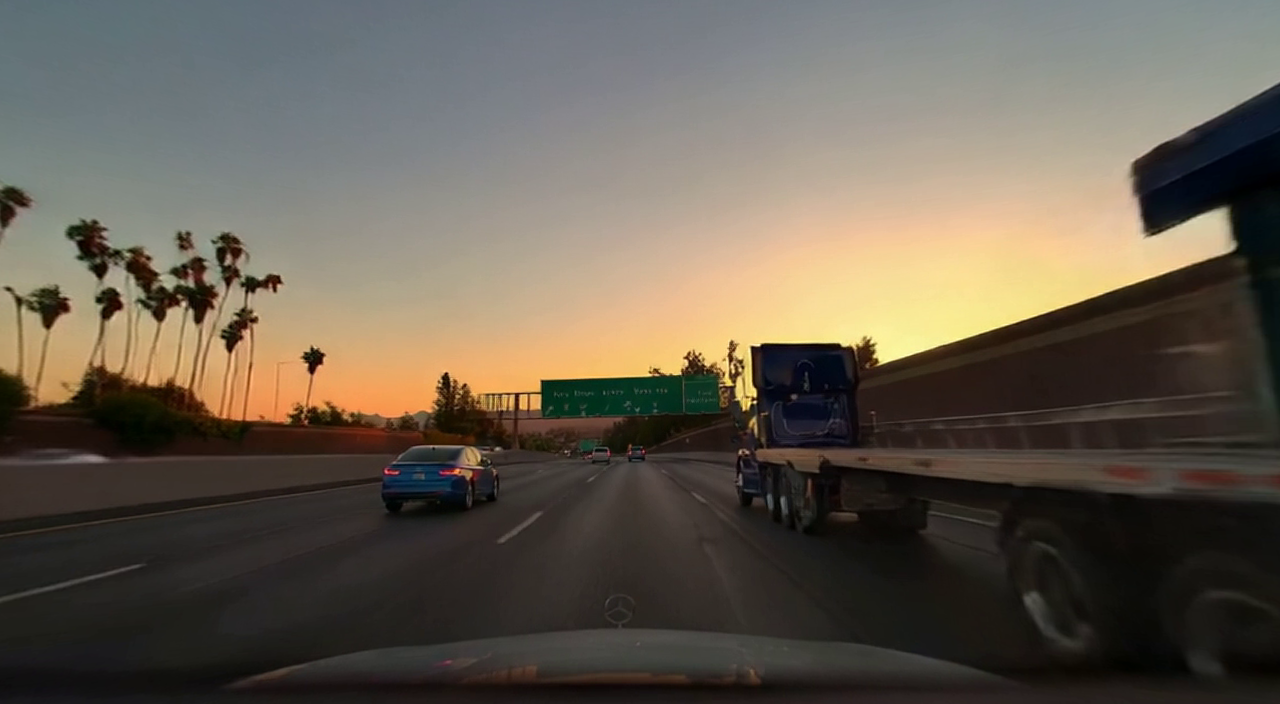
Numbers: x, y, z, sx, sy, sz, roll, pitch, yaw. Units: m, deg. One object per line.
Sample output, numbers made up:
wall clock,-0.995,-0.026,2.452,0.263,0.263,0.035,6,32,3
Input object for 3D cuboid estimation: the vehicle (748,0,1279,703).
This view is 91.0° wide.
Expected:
vehicle,3.587,-0.215,3.507,2.891,4.123,16.415,0,-8,-1

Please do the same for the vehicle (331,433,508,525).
vehicle,-4.187,2.470,12.820,2.120,1.537,4.139,0,-8,-1
